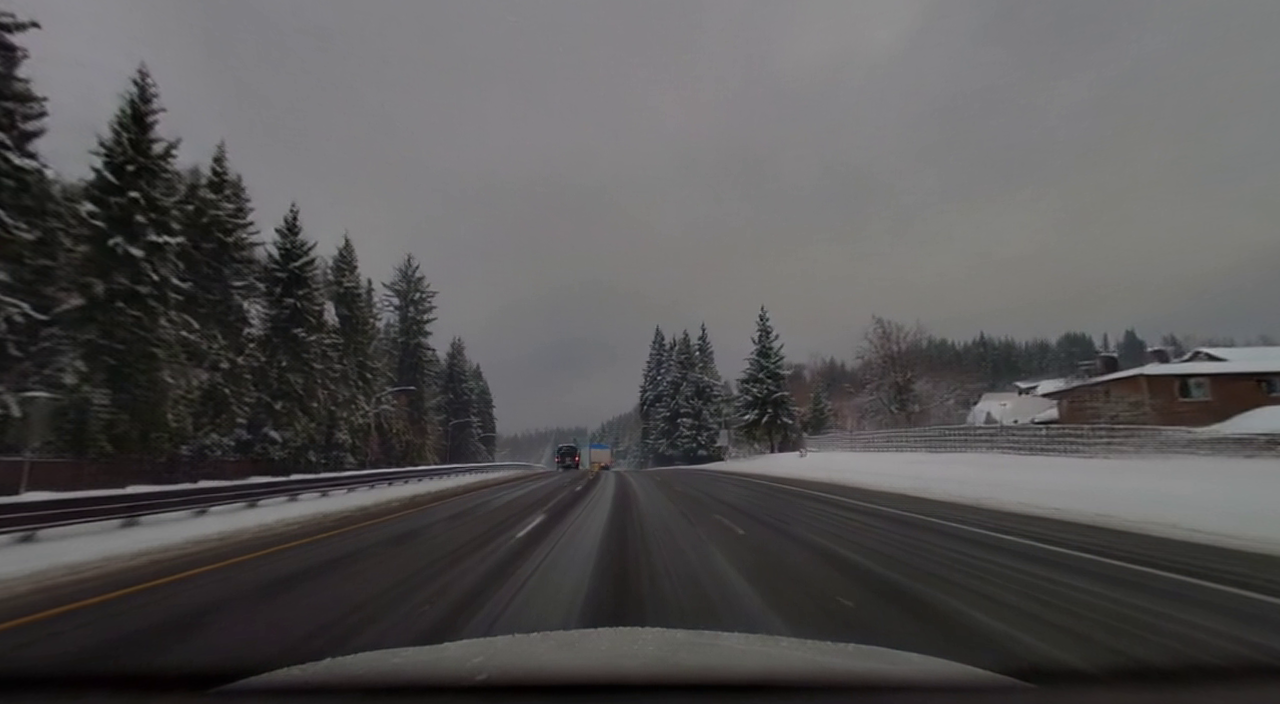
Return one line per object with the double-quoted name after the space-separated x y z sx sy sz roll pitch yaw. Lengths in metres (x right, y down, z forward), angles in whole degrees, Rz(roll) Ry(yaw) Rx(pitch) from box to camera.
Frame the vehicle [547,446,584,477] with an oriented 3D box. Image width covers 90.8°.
-5.553 8.211 47.706 2.323 2.252 4.808 0 -9 -2 "vehicle"
